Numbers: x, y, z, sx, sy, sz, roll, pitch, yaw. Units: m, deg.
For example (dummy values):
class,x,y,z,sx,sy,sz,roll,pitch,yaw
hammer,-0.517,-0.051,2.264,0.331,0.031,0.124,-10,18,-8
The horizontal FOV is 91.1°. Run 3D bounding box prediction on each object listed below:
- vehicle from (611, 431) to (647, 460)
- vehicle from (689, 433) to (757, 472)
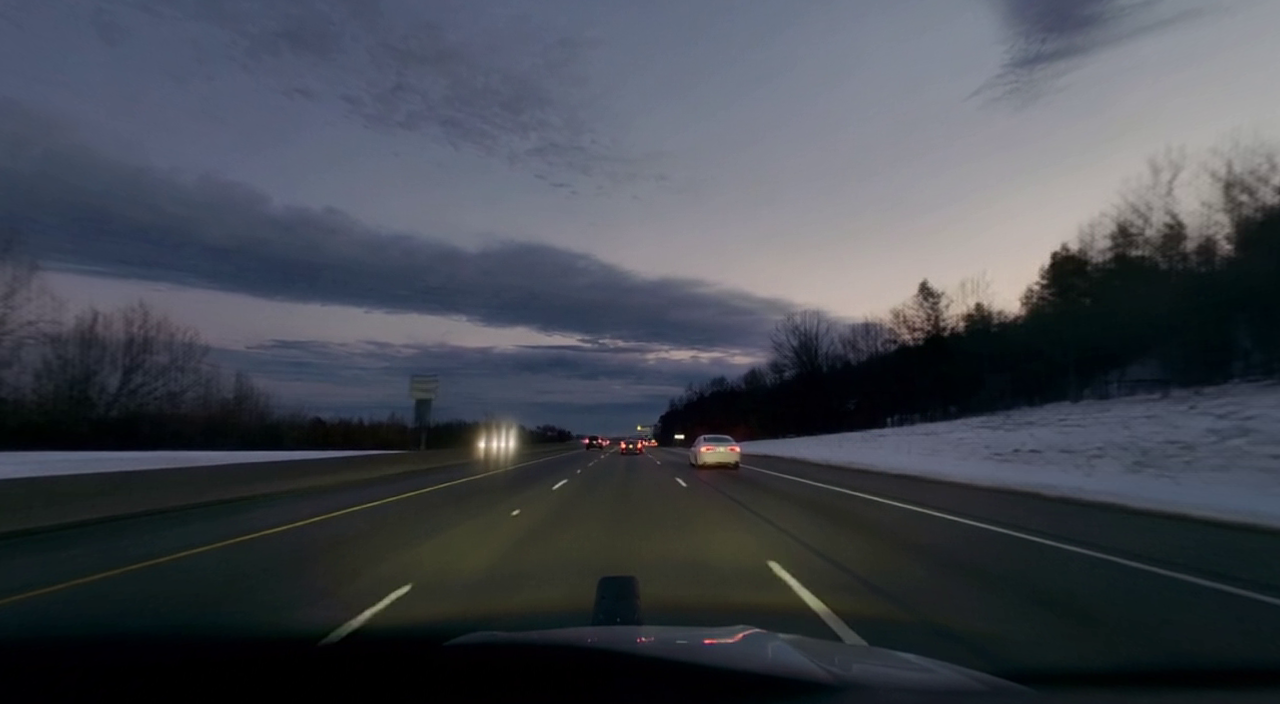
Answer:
class,x,y,z,sx,sy,sz,roll,pitch,yaw
vehicle,-0.688,5.924,39.977,2.182,1.680,4.253,0,-8,-1
vehicle,3.371,4.158,26.351,2.056,1.479,4.660,0,-8,-2
